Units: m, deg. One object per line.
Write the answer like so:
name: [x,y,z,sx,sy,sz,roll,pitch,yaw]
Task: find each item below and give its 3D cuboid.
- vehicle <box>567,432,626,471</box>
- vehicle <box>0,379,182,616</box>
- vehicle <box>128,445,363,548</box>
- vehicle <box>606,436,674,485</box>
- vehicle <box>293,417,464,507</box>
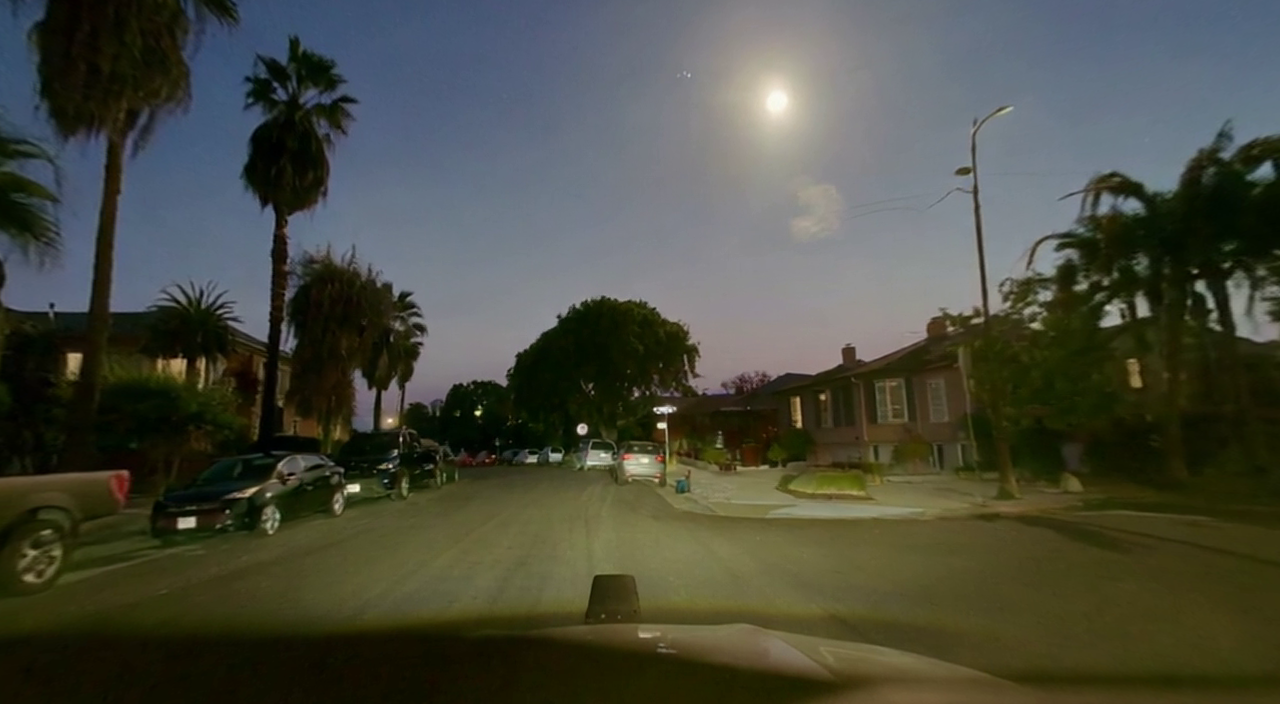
vehicle: [-2.506,5.491,35.011,2.139,1.997,4.864,3,-9,-17]
vehicle: [-7.147,1.213,4.930,2.556,2.156,6.159,0,-8,-2]
vehicle: [-7.098,2.565,11.977,1.875,1.585,4.184,0,-8,-3]
vehicle: [-0.109,4.042,23.838,2.076,1.658,4.604,1,-8,-6]
vehicle: [-7.317,3.180,18.714,2.624,2.178,6.522,1,-8,-4]
